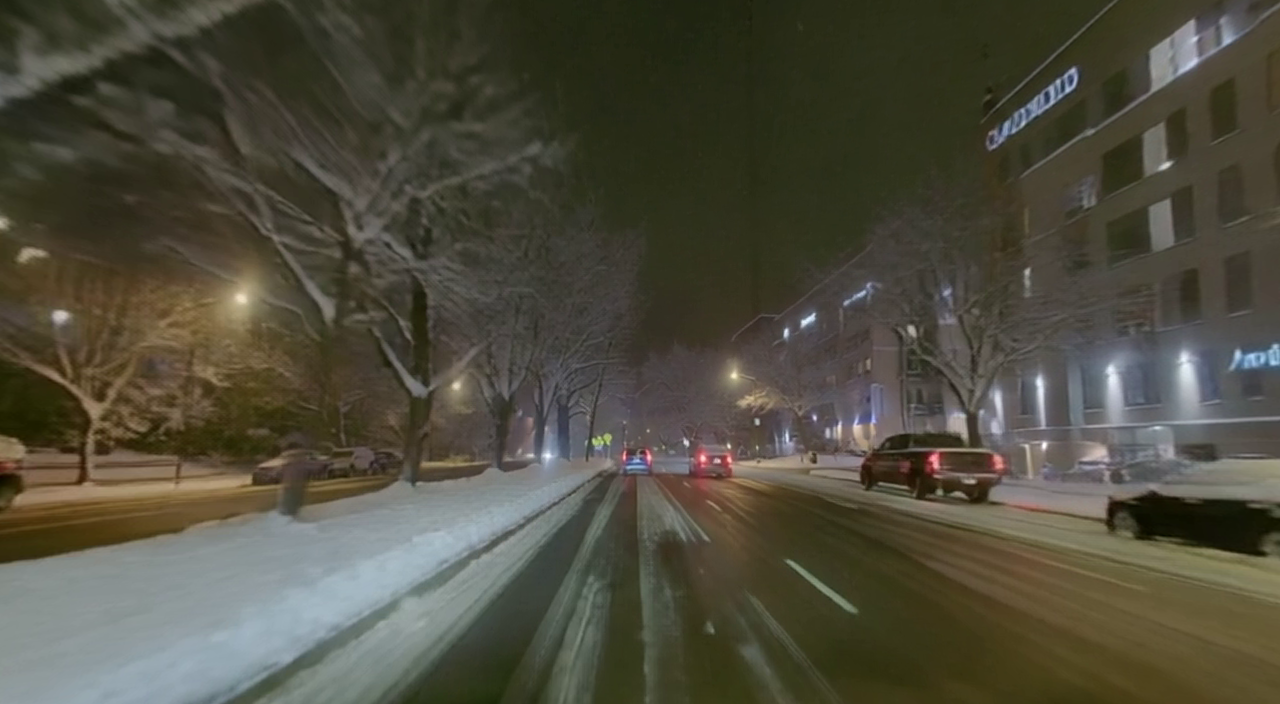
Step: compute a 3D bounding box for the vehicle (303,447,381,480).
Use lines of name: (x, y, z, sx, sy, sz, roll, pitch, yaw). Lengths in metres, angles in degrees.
vehicle: (-19.104, 7.148, 40.898, 2.241, 1.891, 5.637, 0, -9, 1)

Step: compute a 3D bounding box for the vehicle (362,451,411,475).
vehicle: (-19.228, 8.436, 48.154, 2.019, 1.687, 4.484, 0, -9, -2)

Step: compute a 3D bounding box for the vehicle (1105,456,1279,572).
vehicle: (10.511, 2.585, 10.414, 2.129, 1.645, 4.625, 0, -9, 0)

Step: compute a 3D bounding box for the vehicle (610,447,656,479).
vehicle: (-0.341, 5.324, 30.652, 2.101, 1.444, 4.248, 0, -9, -1)

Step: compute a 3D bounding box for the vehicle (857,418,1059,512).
vehicle: (10.354, 3.778, 21.791, 3.082, 2.655, 7.381, 0, -9, 0)

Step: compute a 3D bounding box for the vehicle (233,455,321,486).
vehicle: (-19.253, 6.285, 33.801, 1.874, 1.483, 4.742, 0, -9, 0)

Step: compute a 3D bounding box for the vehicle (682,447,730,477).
vehicle: (3.506, 5.901, 34.141, 1.993, 1.477, 4.240, 0, -9, -2)
